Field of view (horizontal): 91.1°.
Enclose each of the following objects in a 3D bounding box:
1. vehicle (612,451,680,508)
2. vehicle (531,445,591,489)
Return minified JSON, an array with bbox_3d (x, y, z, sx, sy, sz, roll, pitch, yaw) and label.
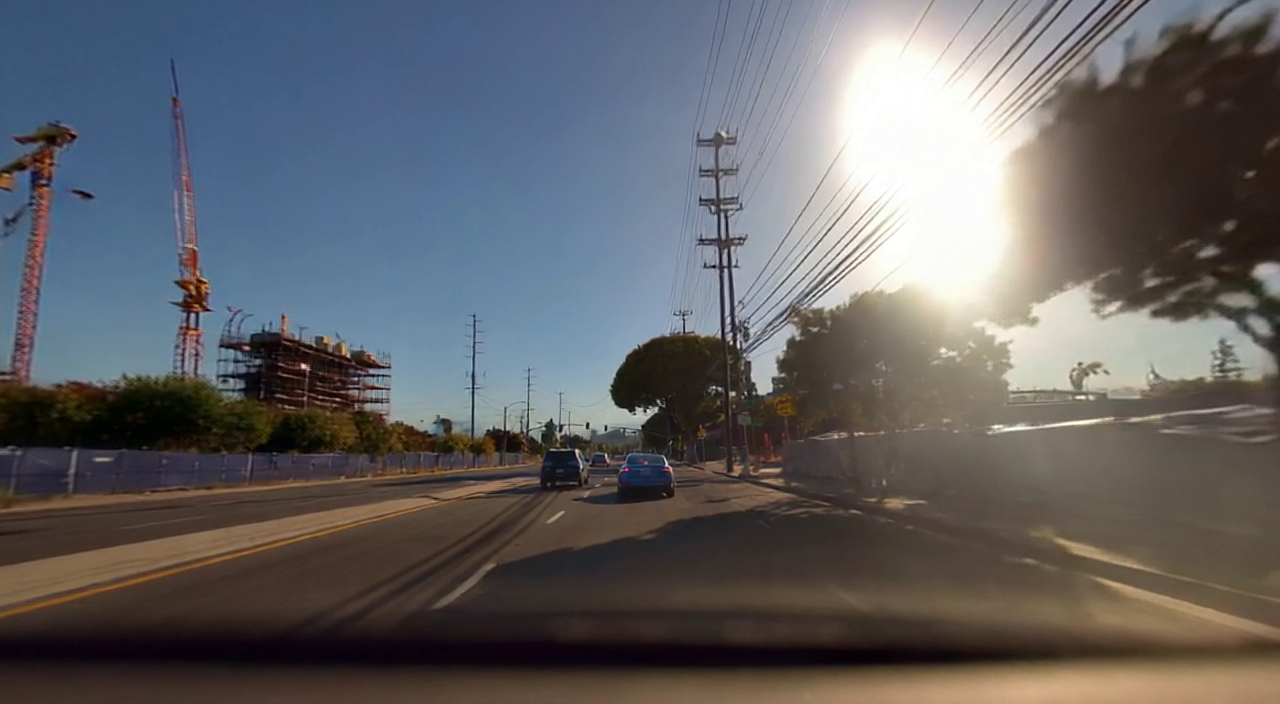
[{"bbox_3d":[0.185,4.197,21.149,2.059,1.691,3.980,-1,-9,0],"label":"vehicle"},{"bbox_3d":[-3.537,5.258,29.022,2.078,1.804,4.387,-1,-9,1],"label":"vehicle"}]
